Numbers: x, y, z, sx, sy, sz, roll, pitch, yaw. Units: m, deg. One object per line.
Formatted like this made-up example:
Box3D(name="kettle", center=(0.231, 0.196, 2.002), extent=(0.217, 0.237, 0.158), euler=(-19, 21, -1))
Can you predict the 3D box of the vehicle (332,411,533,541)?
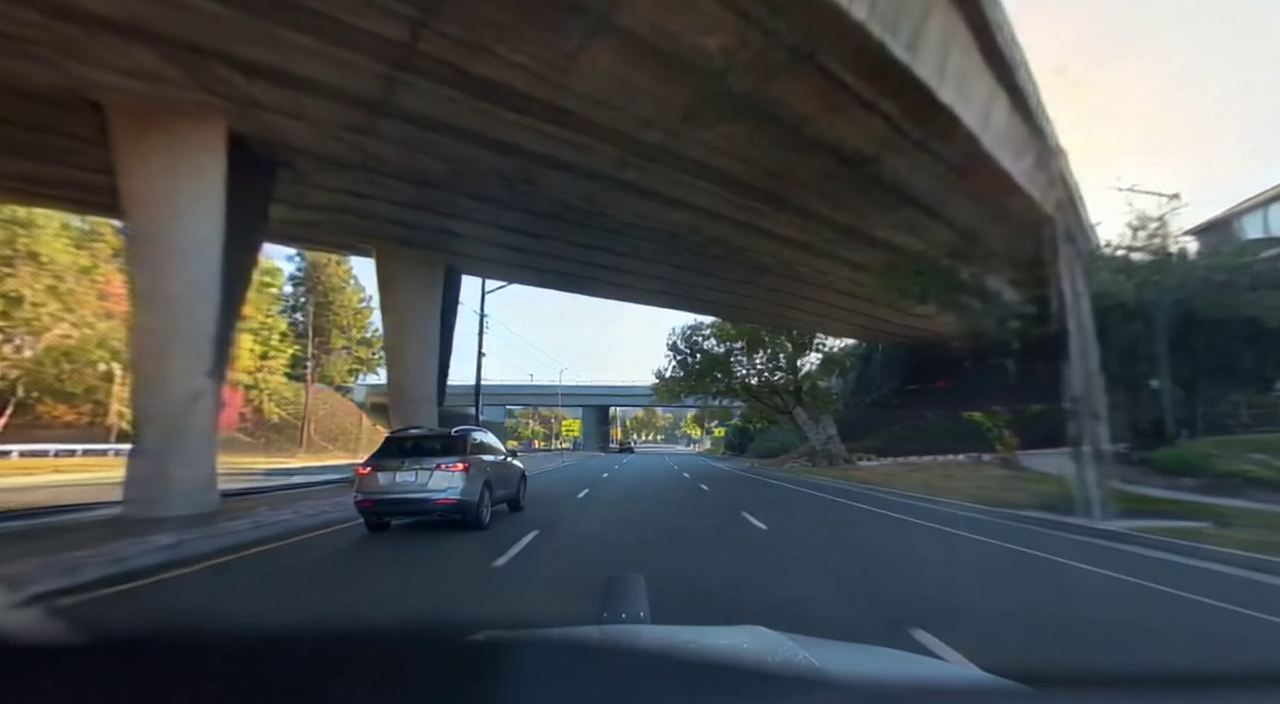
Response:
Box3D(name="vehicle", center=(-3.152, 1.967, 10.620), extent=(1.882, 1.704, 4.335), euler=(-1, -8, 1))
